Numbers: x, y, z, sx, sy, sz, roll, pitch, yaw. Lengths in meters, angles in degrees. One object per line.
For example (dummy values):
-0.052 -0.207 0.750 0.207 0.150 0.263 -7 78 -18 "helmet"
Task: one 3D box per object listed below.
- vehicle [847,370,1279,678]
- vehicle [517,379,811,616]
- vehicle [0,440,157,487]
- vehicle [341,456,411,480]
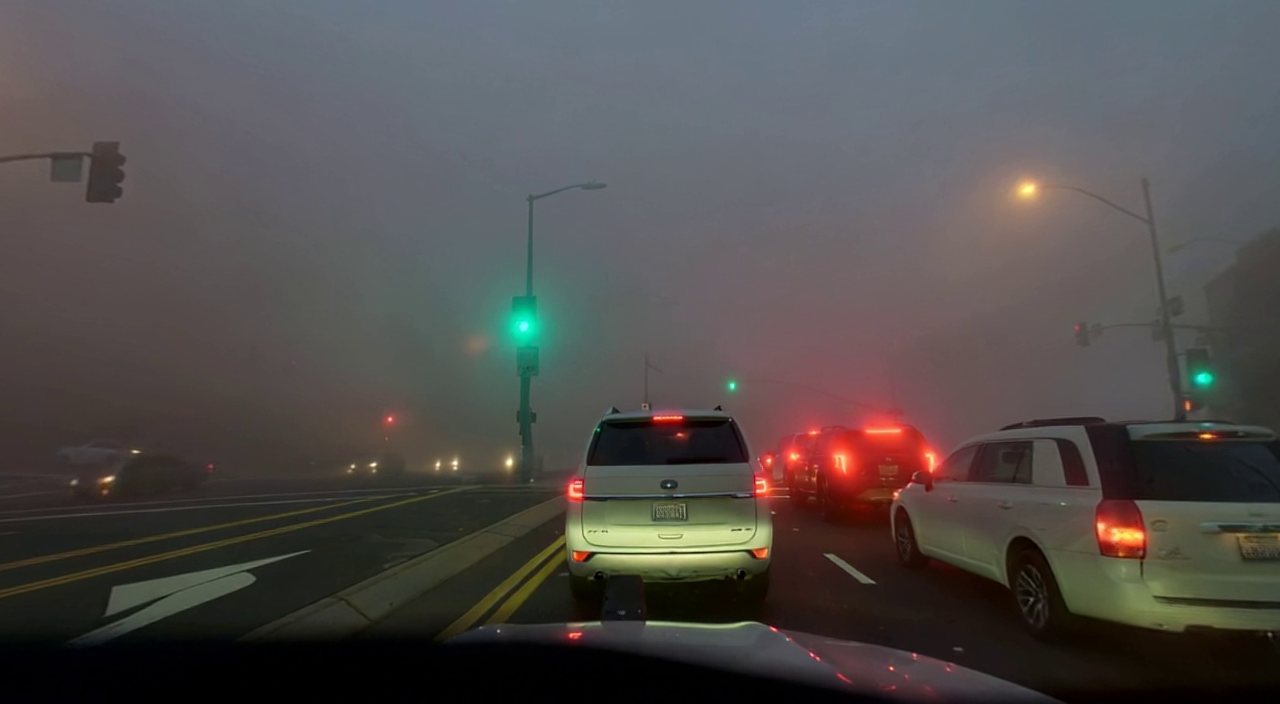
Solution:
3.561 1.274 5.719 2.018 1.701 4.288 0 -9 2 "vehicle"
0.233 1.464 7.224 2.292 1.840 4.394 0 -9 1 "vehicle"
-24.566 4.841 27.556 5.062 1.946 2.243 0 -9 -1 "vehicle"
-18.044 7.933 43.398 1.864 1.444 4.255 -4 -9 22 "vehicle"
